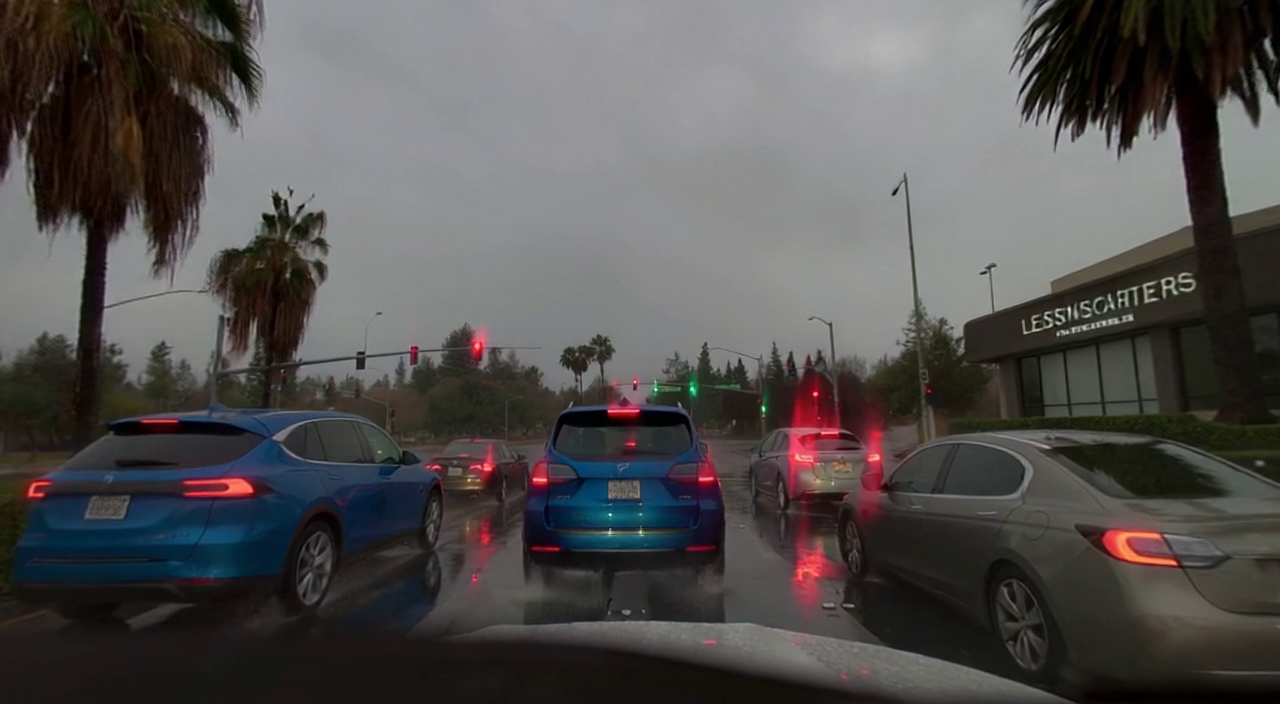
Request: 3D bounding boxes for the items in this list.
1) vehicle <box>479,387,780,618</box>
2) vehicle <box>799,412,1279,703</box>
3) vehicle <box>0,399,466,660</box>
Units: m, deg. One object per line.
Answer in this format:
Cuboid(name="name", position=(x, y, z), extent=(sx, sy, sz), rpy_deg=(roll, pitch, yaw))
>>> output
Cuboid(name="vehicle", position=(-0.137, 1.465, 7.065), extent=(2.280, 1.747, 4.361), rpy_deg=(0, -8, -2))
Cuboid(name="vehicle", position=(2.967, 1.370, 5.257), extent=(2.017, 1.491, 4.611), rpy_deg=(0, -8, -1))
Cuboid(name="vehicle", position=(-3.352, 1.385, 6.049), extent=(2.014, 1.534, 4.455), rpy_deg=(0, -8, 1))
